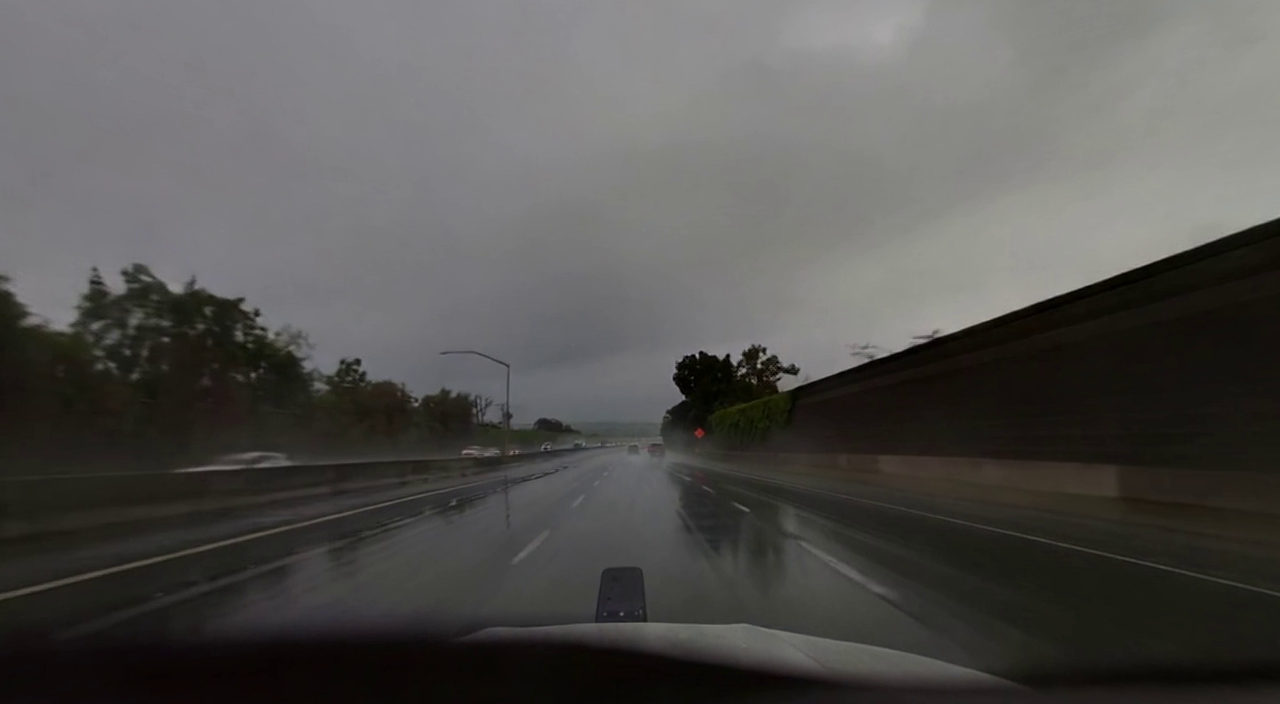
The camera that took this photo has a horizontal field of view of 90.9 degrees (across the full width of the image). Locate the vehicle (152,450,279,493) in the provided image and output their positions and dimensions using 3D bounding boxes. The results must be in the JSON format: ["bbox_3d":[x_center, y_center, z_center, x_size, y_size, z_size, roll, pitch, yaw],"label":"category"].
[{"bbox_3d":[-16.084,4.522,24.192,1.966,1.477,4.125,0,-9,0],"label":"vehicle"}]
